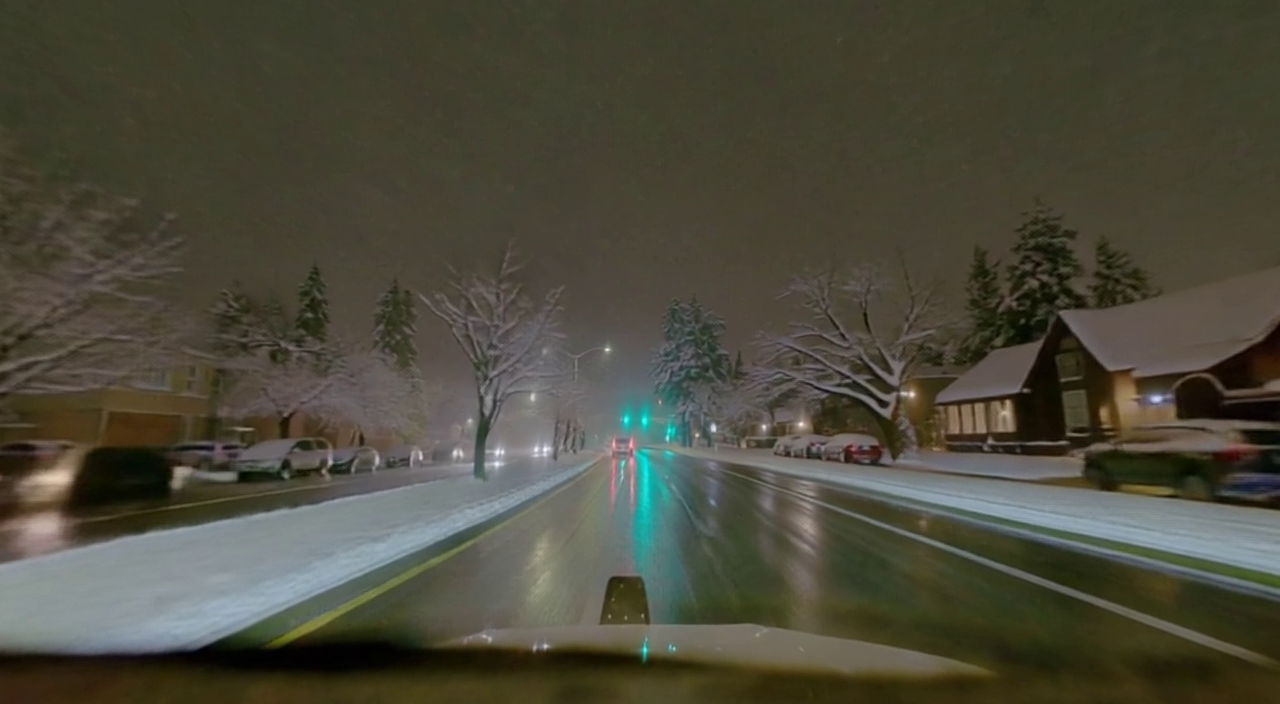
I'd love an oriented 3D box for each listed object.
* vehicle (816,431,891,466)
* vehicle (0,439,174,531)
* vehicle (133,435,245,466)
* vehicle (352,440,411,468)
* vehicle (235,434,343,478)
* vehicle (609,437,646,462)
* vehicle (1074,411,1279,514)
[{"bbox_3d":[11.386,5.201,34.102,2.147,1.767,5.125,0,-8,-1],"label":"vehicle"},{"bbox_3d":[-10.971,2.287,11.258,1.910,1.431,4.426,0,-8,0],"label":"vehicle"},{"bbox_3d":[-23.361,5.113,32.780,4.184,1.528,1.990,0,-8,-3],"label":"vehicle"},{"bbox_3d":[-15.420,6.075,37.804,1.884,1.540,3.927,0,-8,0],"label":"vehicle"},{"bbox_3d":[-15.177,4.501,27.622,2.042,1.748,4.584,0,-8,0],"label":"vehicle"},{"bbox_3d":[-0.805,5.987,38.886,2.113,1.462,4.203,0,-8,-2],"label":"vehicle"},{"bbox_3d":[11.594,2.166,12.822,2.156,1.689,4.774,0,-8,1],"label":"vehicle"}]
